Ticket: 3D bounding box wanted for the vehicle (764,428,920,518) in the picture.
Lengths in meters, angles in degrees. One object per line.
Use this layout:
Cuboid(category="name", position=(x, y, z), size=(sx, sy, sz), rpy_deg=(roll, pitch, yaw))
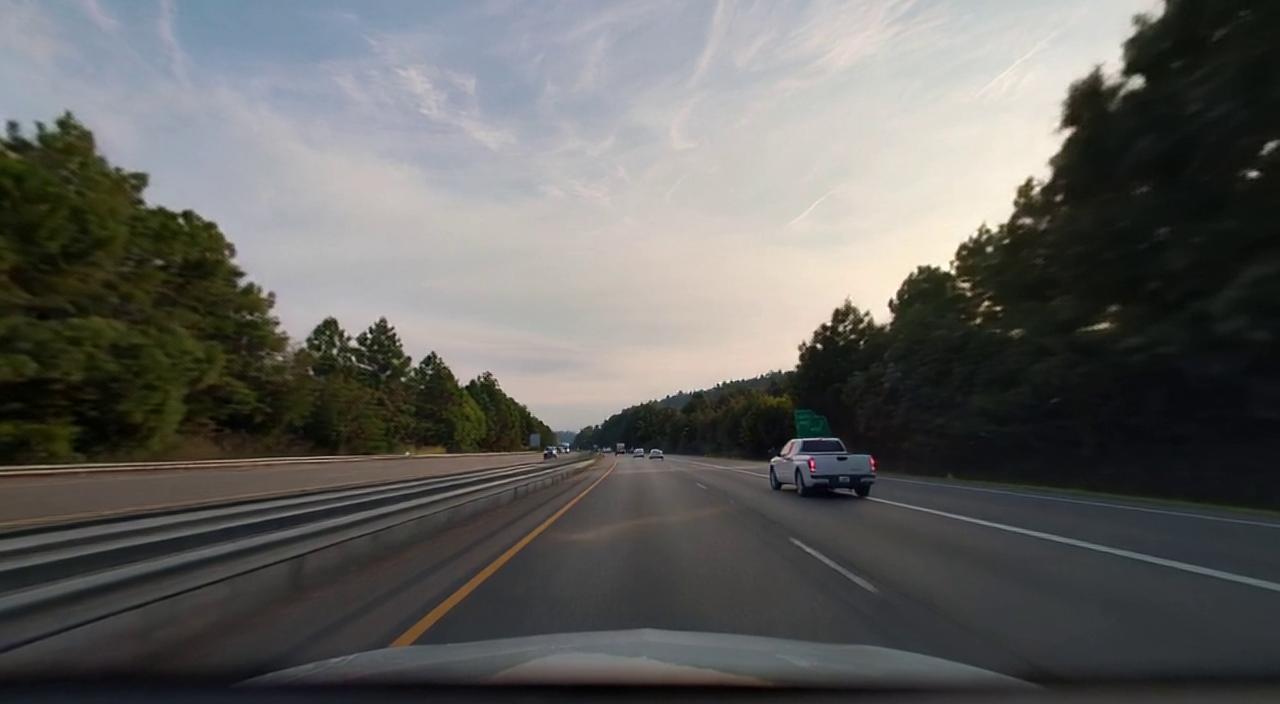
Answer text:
Cuboid(category="vehicle", position=(4.223, 2.608, 14.041), size=(1.933, 1.663, 4.440), rpy_deg=(0, -9, -1))
